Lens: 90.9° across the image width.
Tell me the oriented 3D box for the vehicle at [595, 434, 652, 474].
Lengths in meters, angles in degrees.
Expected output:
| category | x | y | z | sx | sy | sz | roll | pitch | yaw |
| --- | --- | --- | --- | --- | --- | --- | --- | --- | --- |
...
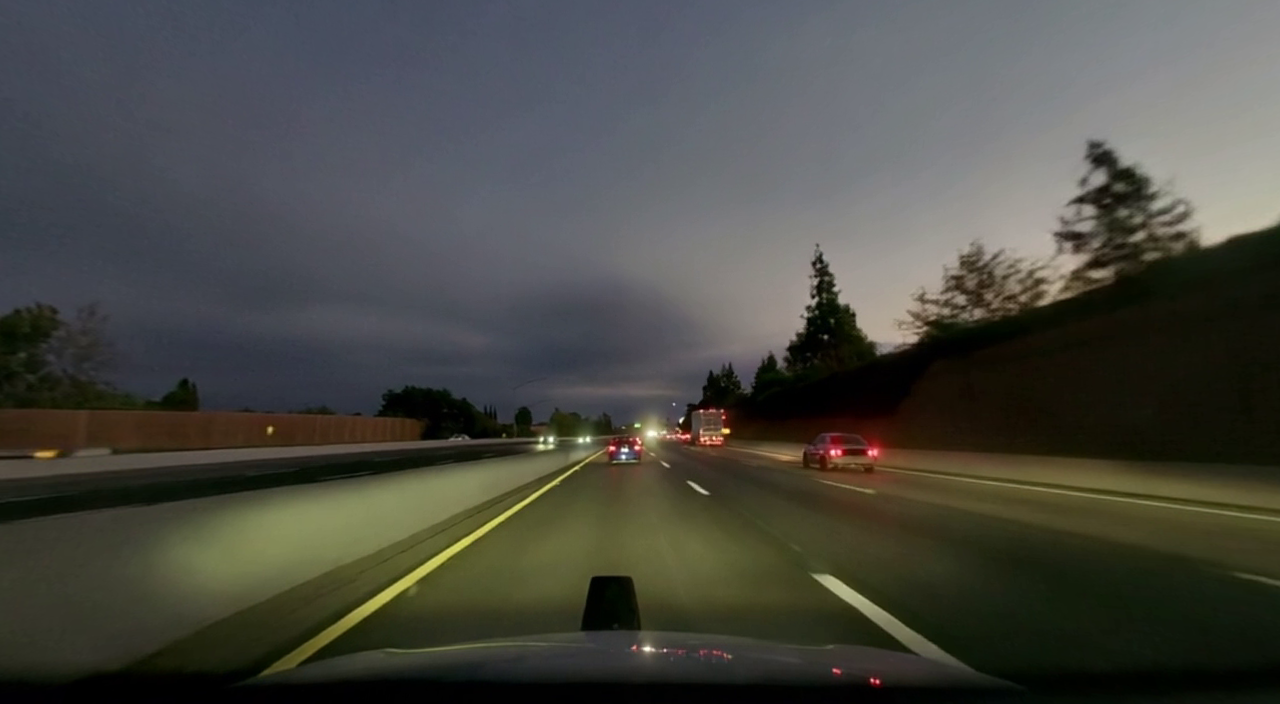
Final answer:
| category | x | y | z | sx | sy | sz | roll | pitch | yaw |
| --- | --- | --- | --- | --- | --- | --- | --- | --- | --- |
| vehicle | -0.696 | 4.094 | 25.600 | 2.119 | 1.480 | 4.000 | 0 | -8 | -2 |
